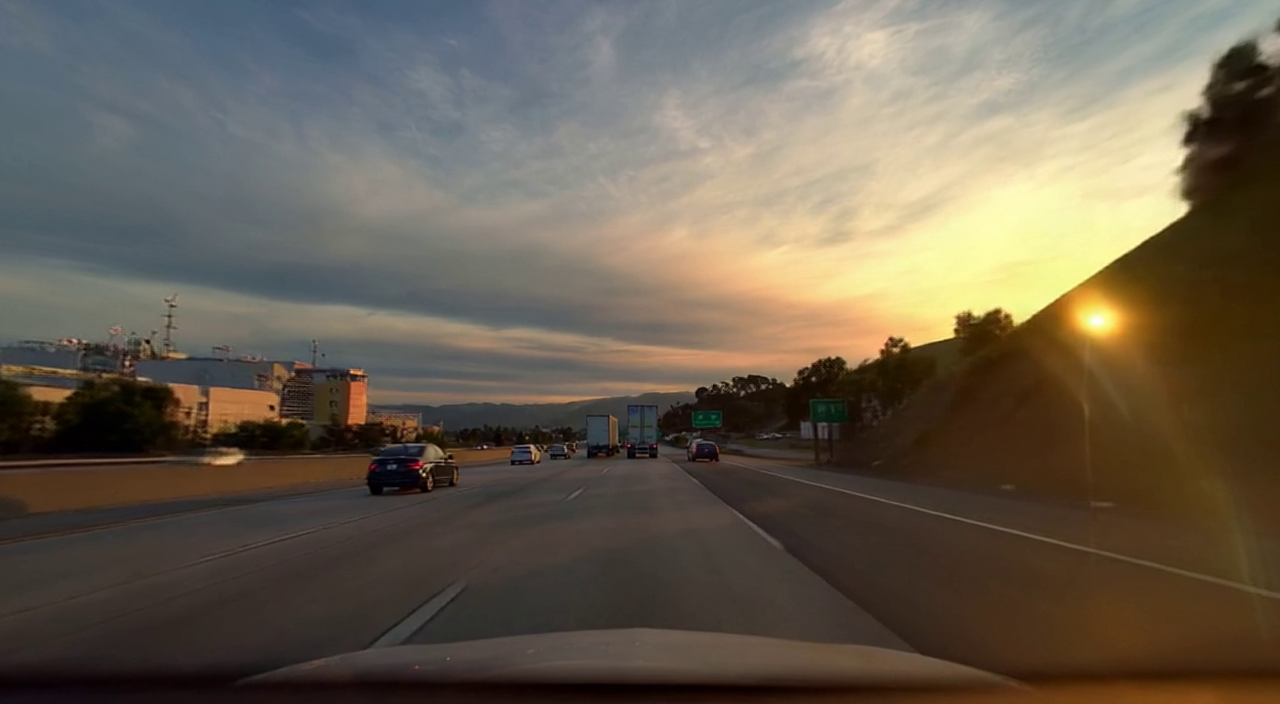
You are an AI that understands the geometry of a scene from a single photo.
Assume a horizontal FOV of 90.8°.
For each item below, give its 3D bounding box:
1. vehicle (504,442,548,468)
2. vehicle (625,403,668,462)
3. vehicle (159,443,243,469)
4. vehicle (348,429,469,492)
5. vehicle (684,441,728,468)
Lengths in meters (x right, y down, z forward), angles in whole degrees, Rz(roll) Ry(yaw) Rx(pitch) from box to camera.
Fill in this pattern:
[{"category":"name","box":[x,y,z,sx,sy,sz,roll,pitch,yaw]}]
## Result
[{"category":"vehicle","box":[-7.035,6.407,39.458,1.891,1.460,4.506,0,-9,0]},{"category":"vehicle","box":[0.377,6.382,49.222,2.969,4.104,10.906,0,-9,-1]},{"category":"vehicle","box":[-32.762,7.785,47.384,2.109,1.753,5.778,0,-9,0]},{"category":"vehicle","box":[-7.209,3.427,20.224,2.122,1.754,4.379,0,-9,1]},{"category":"vehicle","box":[3.703,5.834,36.177,2.006,1.452,4.246,0,-9,-1]}]
